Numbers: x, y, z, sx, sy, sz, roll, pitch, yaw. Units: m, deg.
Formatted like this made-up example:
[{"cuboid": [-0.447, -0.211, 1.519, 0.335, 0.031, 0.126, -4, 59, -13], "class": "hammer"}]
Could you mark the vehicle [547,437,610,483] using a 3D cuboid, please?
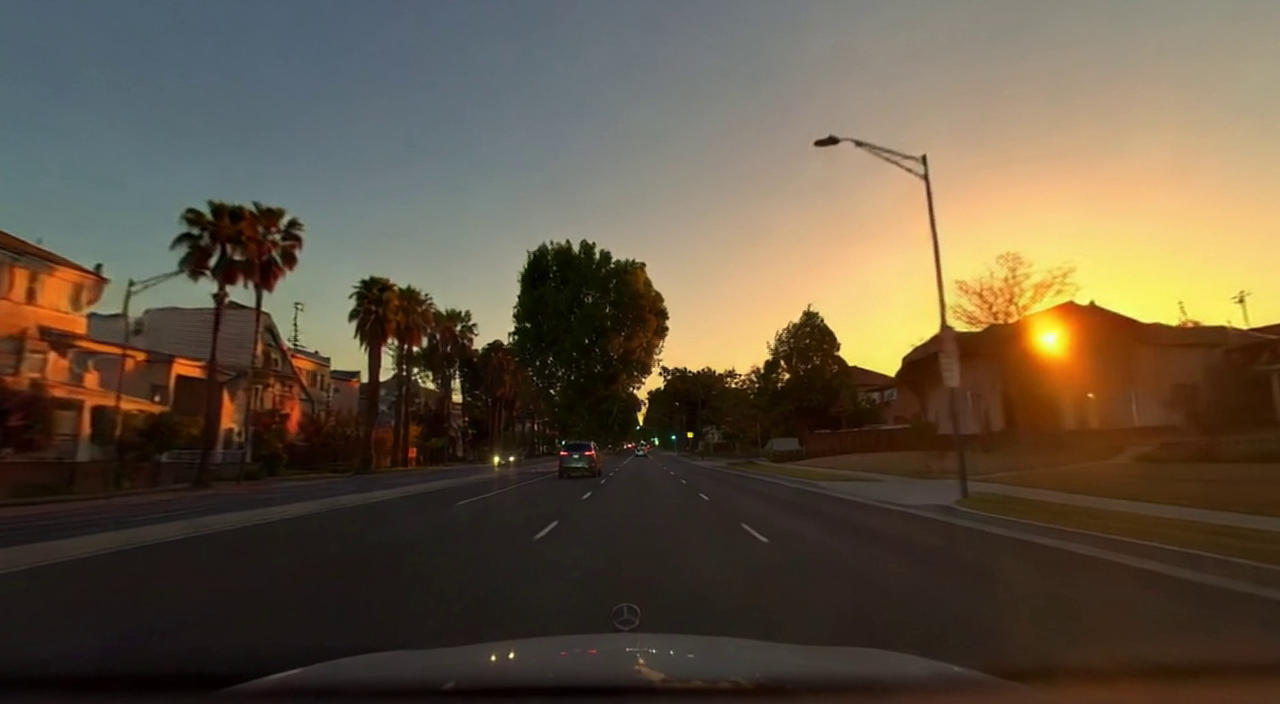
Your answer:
[{"cuboid": [-2.769, 5.068, 29.828, 2.370, 1.968, 5.698, 0, -9, 0], "class": "vehicle"}]
